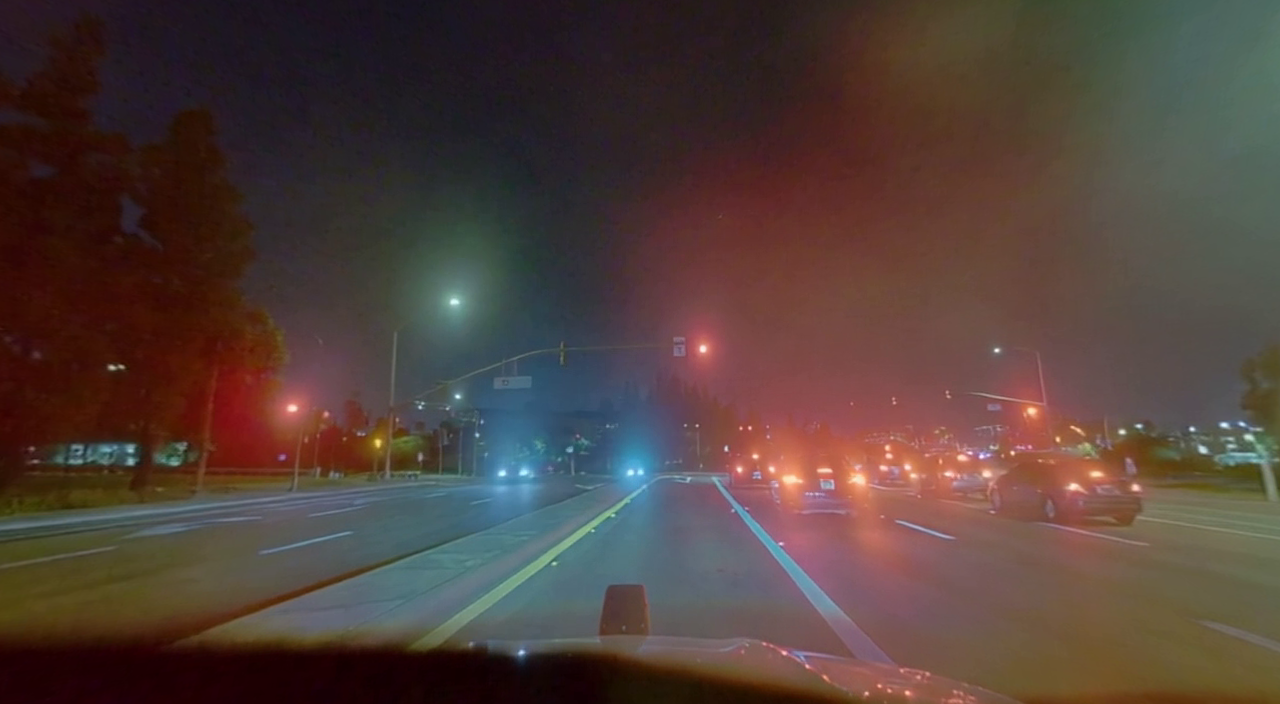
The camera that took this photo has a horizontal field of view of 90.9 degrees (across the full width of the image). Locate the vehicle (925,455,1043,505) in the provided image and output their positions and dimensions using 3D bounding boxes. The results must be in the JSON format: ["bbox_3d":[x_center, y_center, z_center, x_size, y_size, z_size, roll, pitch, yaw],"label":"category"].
[{"bbox_3d":[11.690,4.341,21.801,1.842,1.466,4.379,-1,-8,4],"label":"vehicle"}]

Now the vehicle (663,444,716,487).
[{"bbox_3d":[2.222,5.194,29.227,2.245,1.800,4.522,0,-8,3],"label":"vehicle"}]

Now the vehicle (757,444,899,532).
[{"bbox_3d":[3.835,2.812,13.684,2.078,1.578,4.107,0,-9,4],"label":"vehicle"}]

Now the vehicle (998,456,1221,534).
[{"bbox_3d":[10.172,3.081,14.192,1.884,1.422,4.262,0,-9,3],"label":"vehicle"}]
